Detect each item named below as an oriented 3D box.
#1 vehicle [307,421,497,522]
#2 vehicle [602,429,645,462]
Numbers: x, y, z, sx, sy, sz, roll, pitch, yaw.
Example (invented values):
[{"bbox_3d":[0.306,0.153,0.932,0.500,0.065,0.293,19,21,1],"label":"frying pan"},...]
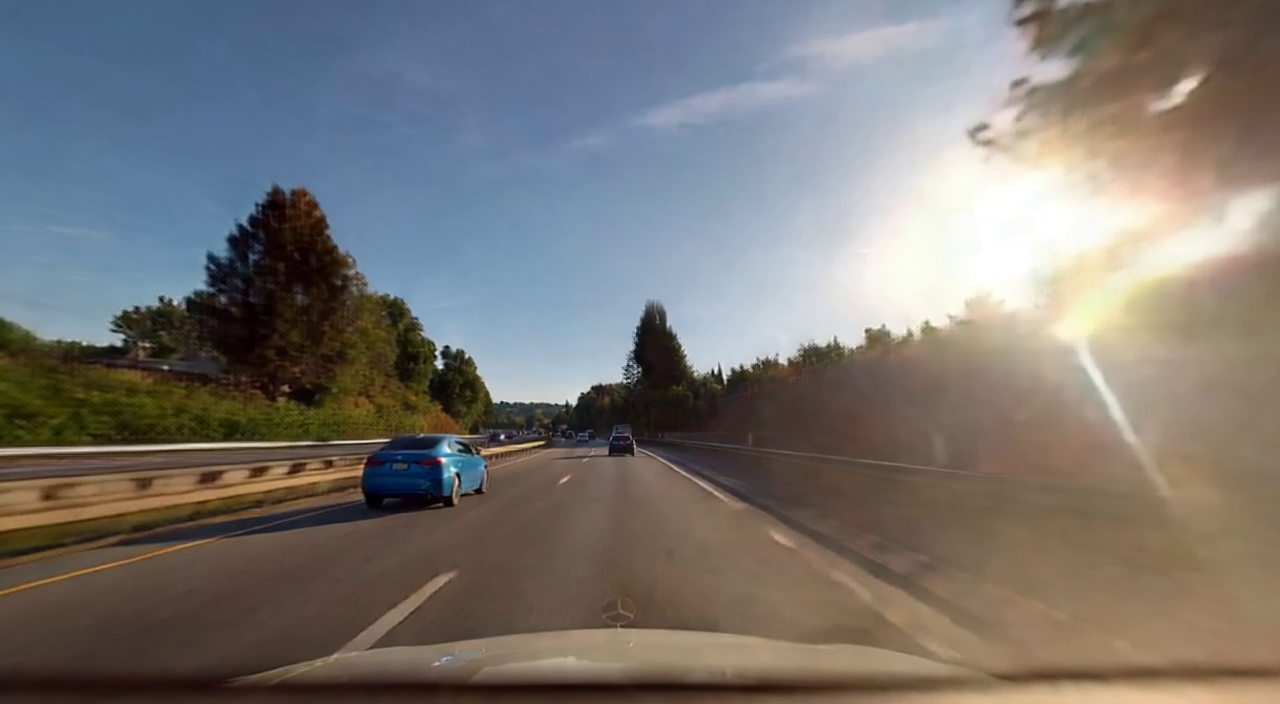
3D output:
[{"bbox_3d":[-4.098,2.099,11.734,1.975,1.518,4.242,0,-8,-1],"label":"vehicle"},{"bbox_3d":[-0.901,4.997,33.823,2.162,1.616,4.242,0,-8,-1],"label":"vehicle"}]
